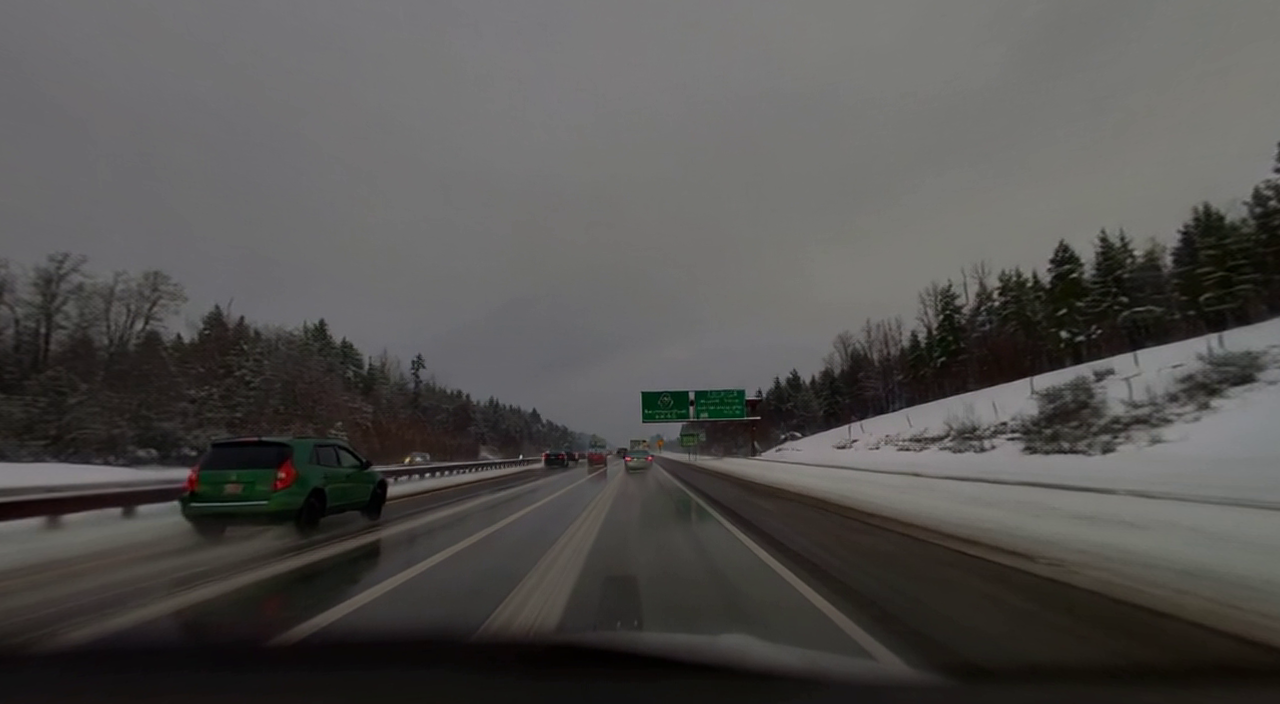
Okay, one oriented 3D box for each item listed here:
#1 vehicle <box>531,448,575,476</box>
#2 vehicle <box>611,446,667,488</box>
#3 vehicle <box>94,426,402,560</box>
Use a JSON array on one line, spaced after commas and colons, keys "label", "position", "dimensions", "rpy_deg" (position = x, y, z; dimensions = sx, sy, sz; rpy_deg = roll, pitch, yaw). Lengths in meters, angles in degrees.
[{"label": "vehicle", "position": [-4.928, 6.269, 36.182], "dimensions": [1.892, 1.481, 4.180], "rpy_deg": [0, -9, 0]}, {"label": "vehicle", "position": [-0.057, 4.293, 23.780], "dimensions": [1.940, 1.451, 3.512], "rpy_deg": [0, -9, -1]}, {"label": "vehicle", "position": [-5.609, 2.055, 9.837], "dimensions": [2.058, 1.626, 4.118], "rpy_deg": [0, -9, 2]}]
